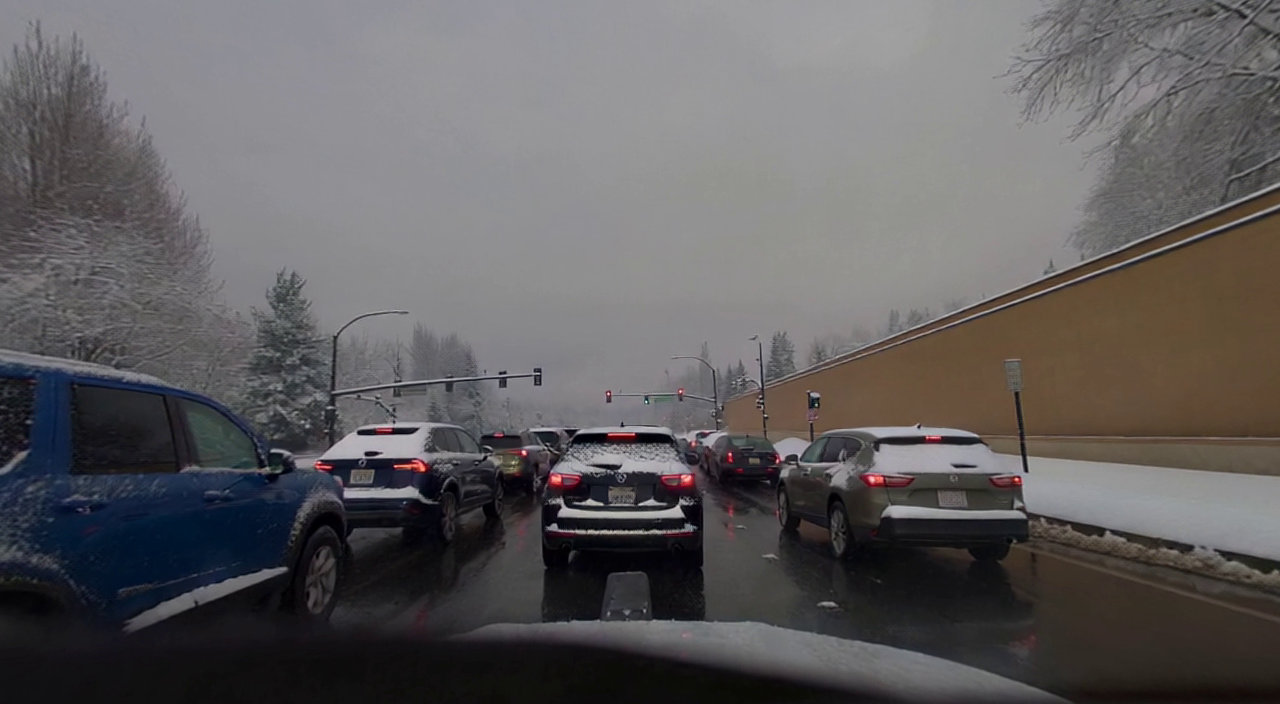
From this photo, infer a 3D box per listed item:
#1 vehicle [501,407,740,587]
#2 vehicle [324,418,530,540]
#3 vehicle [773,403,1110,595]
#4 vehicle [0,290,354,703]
[{"bbox_3d":[-0.155,1.659,7.974,2.245,1.677,3.913,0,-8,1],"label":"vehicle"},{"bbox_3d":[-3.502,2.183,11.530,2.067,1.759,4.631,0,-8,1],"label":"vehicle"},{"bbox_3d":[3.142,1.620,7.819,2.029,1.702,4.281,0,-8,0],"label":"vehicle"},{"bbox_3d":[-3.515,0.827,3.118,2.070,1.913,4.450,0,-8,0],"label":"vehicle"}]
